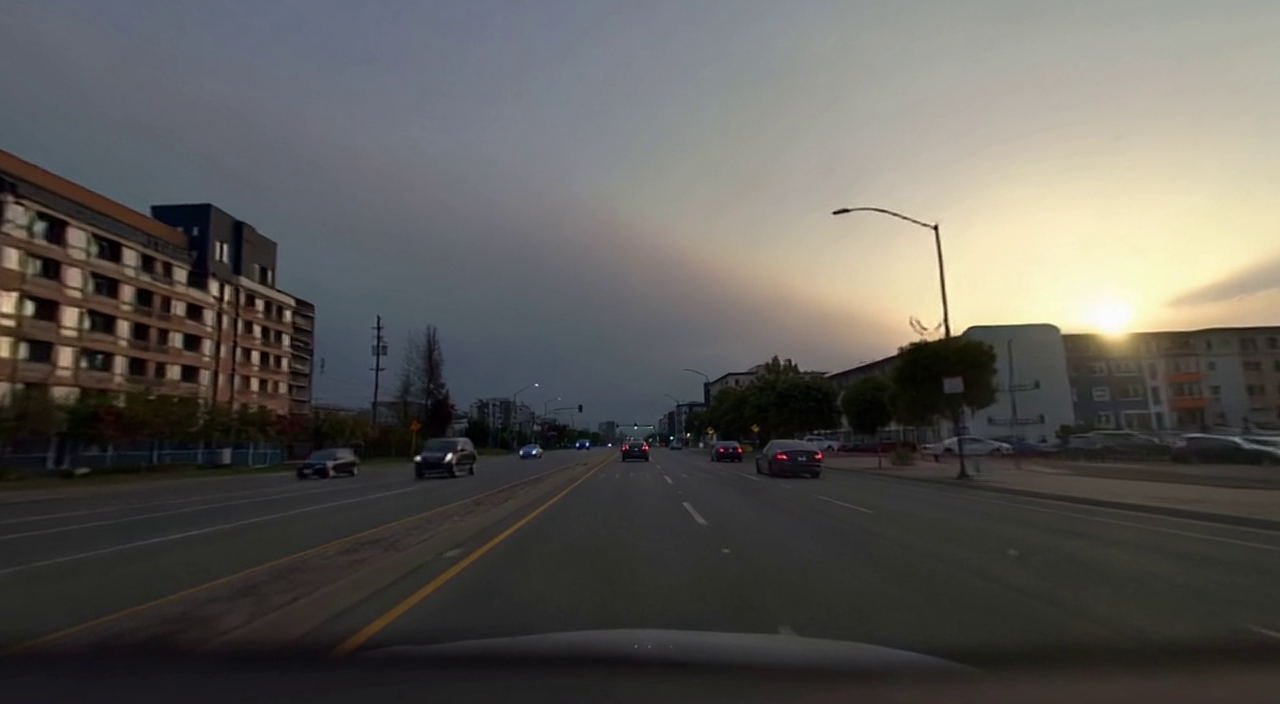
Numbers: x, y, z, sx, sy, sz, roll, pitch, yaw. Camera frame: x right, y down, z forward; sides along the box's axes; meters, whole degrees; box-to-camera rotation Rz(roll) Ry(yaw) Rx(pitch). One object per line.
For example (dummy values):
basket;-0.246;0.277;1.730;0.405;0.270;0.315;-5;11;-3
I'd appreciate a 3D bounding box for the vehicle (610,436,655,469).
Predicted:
vehicle;-0.366;5.092;31.912;2.106;1.553;3.964;0;-8;-1

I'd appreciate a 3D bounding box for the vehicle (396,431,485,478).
vehicle;-8.671;4.526;27.970;2.357;1.894;4.864;0;-8;0

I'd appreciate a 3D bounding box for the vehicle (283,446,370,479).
vehicle;-15.800;5.585;32.047;1.977;1.514;4.720;0;-8;0

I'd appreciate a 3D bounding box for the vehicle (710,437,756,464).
vehicle;5.717;6.137;39.230;2.154;1.554;4.149;0;-8;-2

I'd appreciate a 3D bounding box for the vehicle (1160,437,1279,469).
vehicle;29.605;5.150;32.384;1.781;1.507;4.628;0;-8;2

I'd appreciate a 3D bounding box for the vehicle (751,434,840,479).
vehicle;5.961;4.069;24.799;2.121;1.557;4.898;0;-8;-1

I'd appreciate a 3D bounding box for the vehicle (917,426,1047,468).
vehicle;17.679;4.951;32.718;5.388;2.082;2.328;1;-9;-4

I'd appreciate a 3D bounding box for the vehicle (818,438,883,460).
vehicle;16.628;7.709;49.995;2.194;1.666;4.576;4;-9;-27
